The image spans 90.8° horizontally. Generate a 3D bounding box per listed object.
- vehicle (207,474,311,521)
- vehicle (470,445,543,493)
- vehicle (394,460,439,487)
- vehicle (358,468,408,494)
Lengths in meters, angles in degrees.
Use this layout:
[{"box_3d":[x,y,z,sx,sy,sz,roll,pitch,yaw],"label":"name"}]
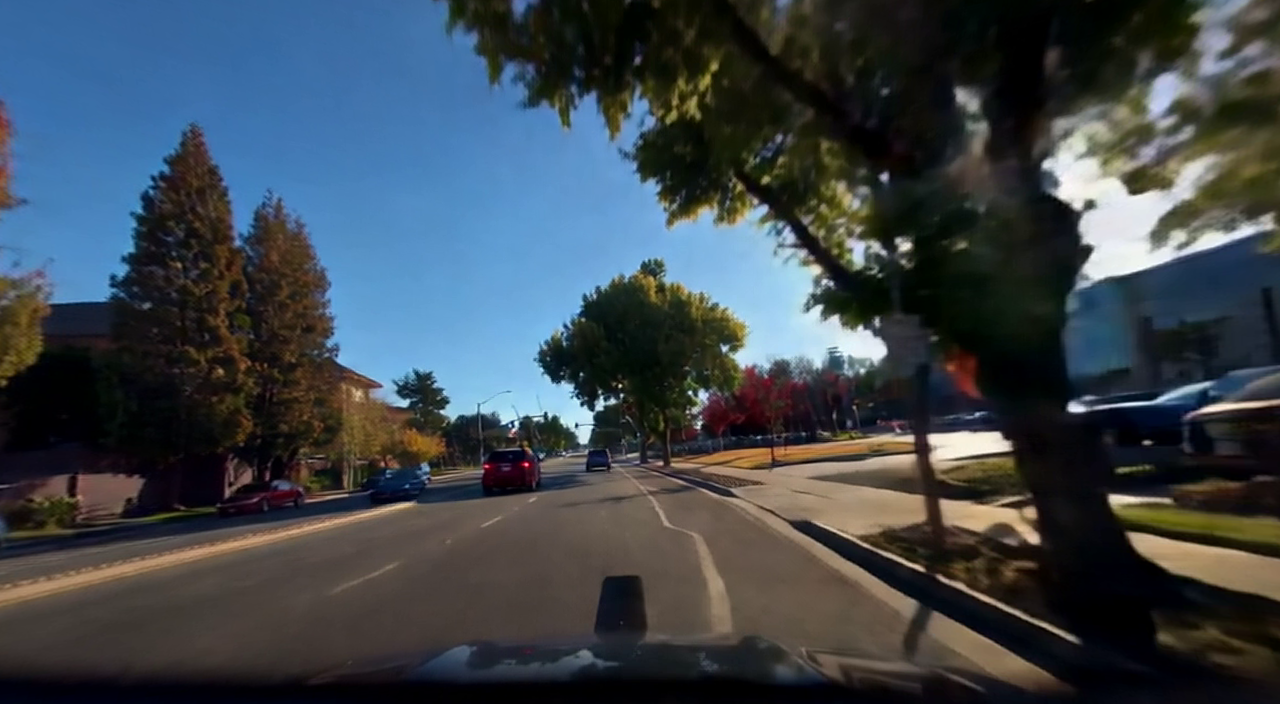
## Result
[{"box_3d":[-16.287,6.203,27.296,1.874,1.392,4.633,-6,-8,-4],"label":"vehicle"},{"box_3d":[-5.287,4.685,25.696,2.097,1.755,4.336,0,-8,-1],"label":"vehicle"},{"box_3d":[-17.532,9.548,49.748,1.996,1.886,4.692,0,-9,-3],"label":"vehicle"},{"box_3d":[-17.357,8.701,42.903,1.880,1.476,4.715,0,-8,-6],"label":"vehicle"}]
